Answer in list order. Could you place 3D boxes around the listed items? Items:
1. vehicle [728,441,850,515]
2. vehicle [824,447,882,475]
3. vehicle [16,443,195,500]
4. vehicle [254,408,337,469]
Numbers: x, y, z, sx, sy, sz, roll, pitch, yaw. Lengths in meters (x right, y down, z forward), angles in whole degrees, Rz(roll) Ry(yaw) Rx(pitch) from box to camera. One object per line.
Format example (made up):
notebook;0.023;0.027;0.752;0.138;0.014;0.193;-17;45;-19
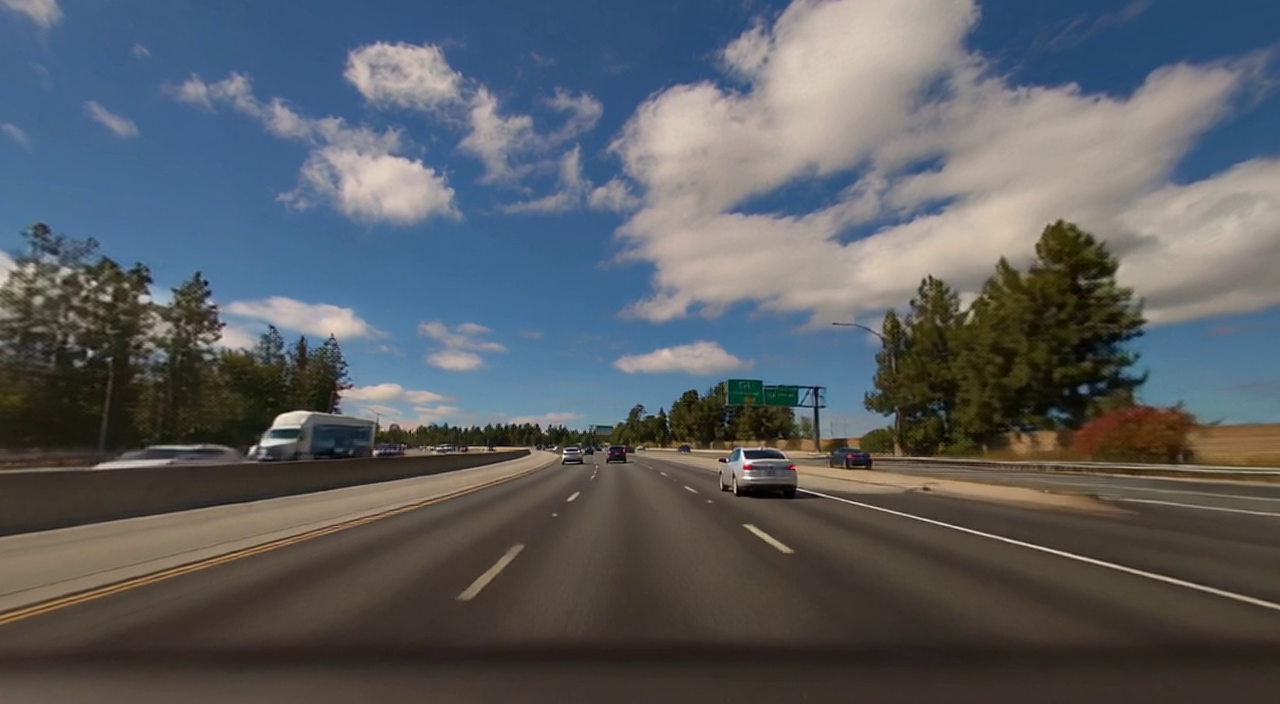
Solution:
vehicle;3.461;2.993;15.439;1.975;1.562;3.823;0;-9;-1
vehicle;12.434;6.366;36.997;1.878;1.486;4.636;0;-9;1
vehicle;-16.432;3.667;19.719;1.861;1.545;4.299;0;-9;-1
vehicle;-24.979;6.427;46.058;2.931;4.092;6.128;1;-10;-6
